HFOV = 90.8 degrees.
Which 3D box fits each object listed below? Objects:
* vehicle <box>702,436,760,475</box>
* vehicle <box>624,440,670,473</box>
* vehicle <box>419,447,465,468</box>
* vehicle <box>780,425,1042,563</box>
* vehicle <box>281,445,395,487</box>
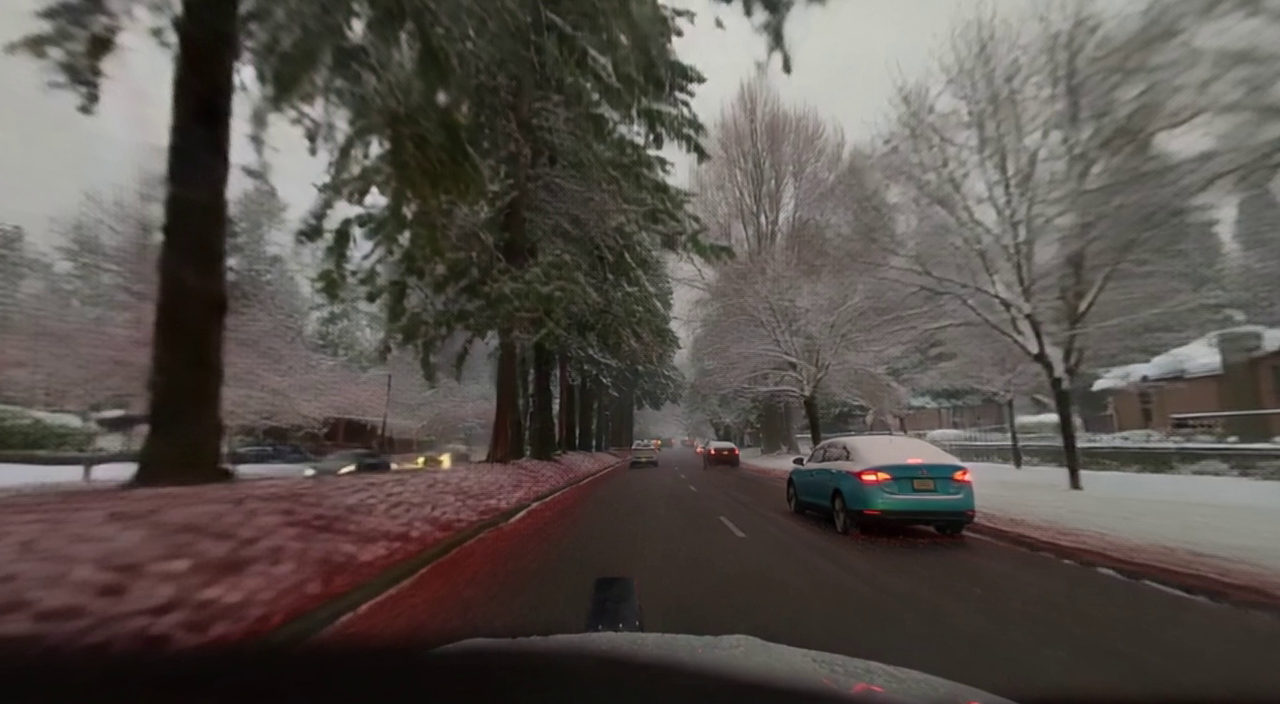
[{"bbox_3d":[4.077,4.736,29.092,2.074,1.652,4.340,0,-9,0],"label":"vehicle"},{"bbox_3d":[0.377,4.996,30.494,2.082,1.473,4.028,0,-8,2],"label":"vehicle"},{"bbox_3d":[-14.618,7.781,46.905,1.843,1.453,4.425,0,-8,2],"label":"vehicle"},{"bbox_3d":[3.496,1.896,9.195,1.985,1.529,4.147,0,-8,0],"label":"vehicle"},{"bbox_3d":[-11.570,4.382,24.658,2.123,1.453,4.712,0,-8,0],"label":"vehicle"}]
